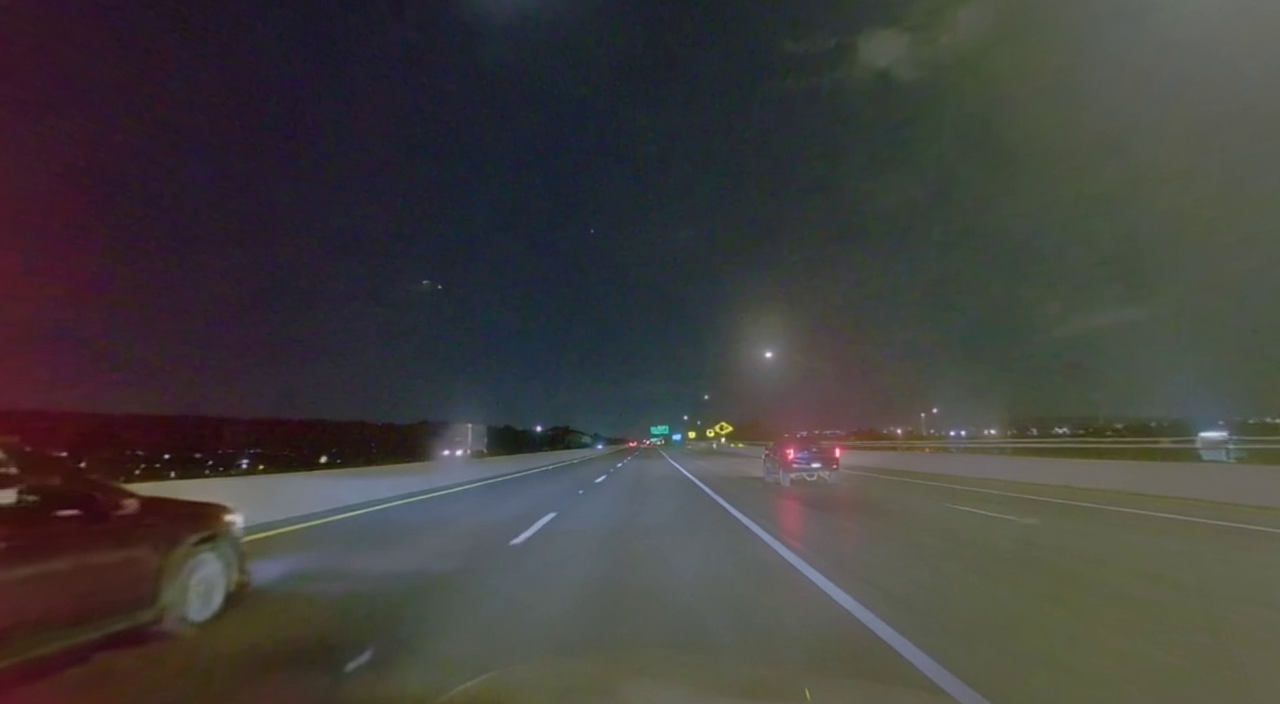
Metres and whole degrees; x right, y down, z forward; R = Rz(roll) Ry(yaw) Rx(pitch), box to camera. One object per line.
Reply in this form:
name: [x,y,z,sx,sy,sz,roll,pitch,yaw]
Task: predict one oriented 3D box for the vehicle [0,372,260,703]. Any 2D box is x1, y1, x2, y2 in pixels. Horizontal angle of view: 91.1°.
vehicle: [-3.867,0.829,2.134,2.122,1.632,4.690,0,-8,1]
